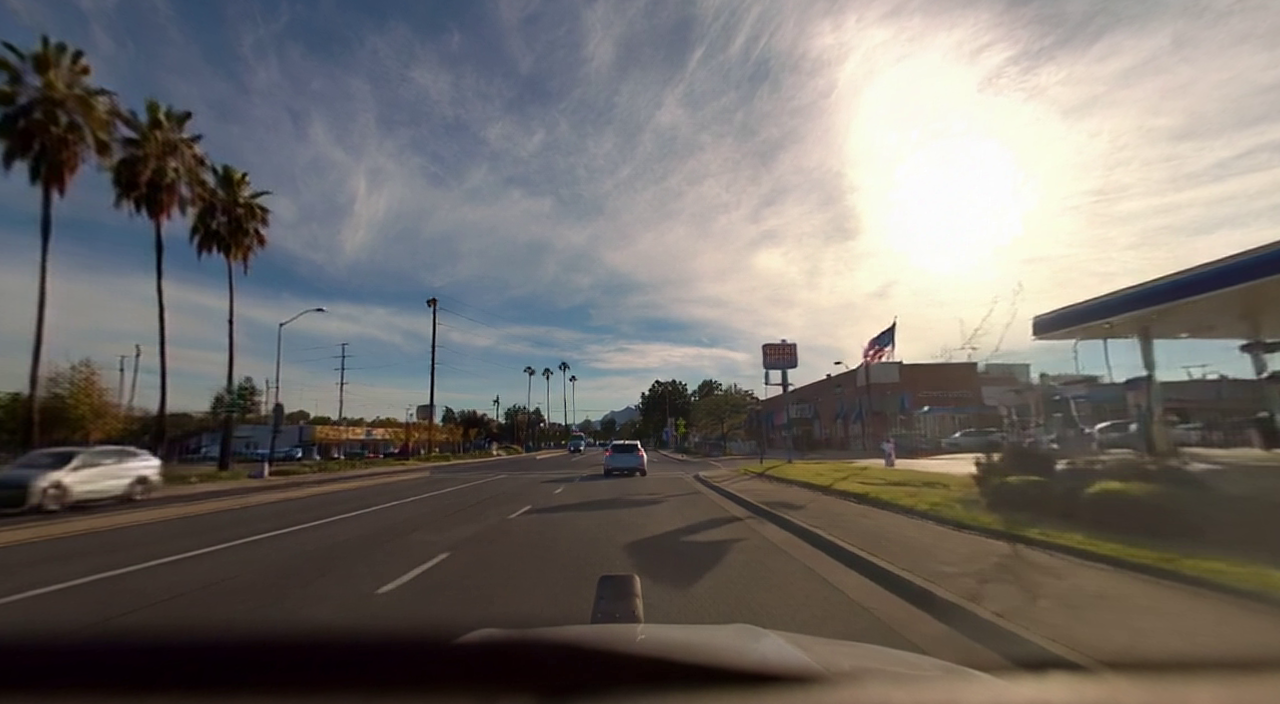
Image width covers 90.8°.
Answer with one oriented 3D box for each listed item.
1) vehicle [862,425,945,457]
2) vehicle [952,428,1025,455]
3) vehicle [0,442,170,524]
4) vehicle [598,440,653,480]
[{"bbox_3d":[18.470,6.267,44.447,4.747,2.178,2.336,0,-9,-3],"label":"vehicle"},{"bbox_3d":[24.606,6.310,44.627,4.025,1.827,1.852,0,-9,-3],"label":"vehicle"},{"bbox_3d":[-14.416,3.115,15.694,2.026,1.722,4.463,0,-9,-1],"label":"vehicle"},{"bbox_3d":[-0.574,4.374,25.891,2.076,1.486,4.119,0,-8,-1],"label":"vehicle"}]
